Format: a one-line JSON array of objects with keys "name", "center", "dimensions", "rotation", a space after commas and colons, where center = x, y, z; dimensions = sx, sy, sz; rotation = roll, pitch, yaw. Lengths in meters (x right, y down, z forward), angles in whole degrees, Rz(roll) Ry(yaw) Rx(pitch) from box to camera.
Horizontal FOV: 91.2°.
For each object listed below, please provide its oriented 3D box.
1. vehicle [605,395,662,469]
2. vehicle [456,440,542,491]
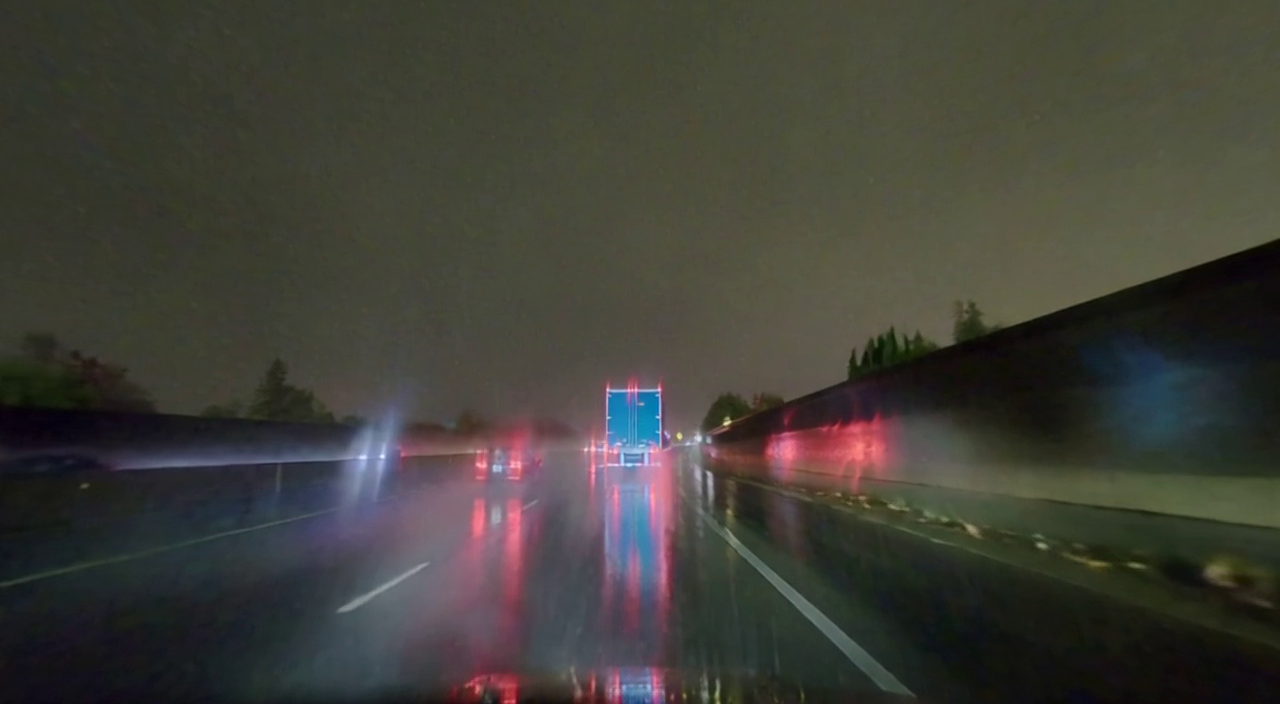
[{"name": "vehicle", "center": [-0.389, 5.250, 40.132], "dimensions": [3.123, 4.094, 10.812], "rotation": [0, -9, 0]}, {"name": "vehicle", "center": [-4.502, 3.683, 20.589], "dimensions": [1.895, 1.500, 3.808], "rotation": [0, -9, 1]}]
